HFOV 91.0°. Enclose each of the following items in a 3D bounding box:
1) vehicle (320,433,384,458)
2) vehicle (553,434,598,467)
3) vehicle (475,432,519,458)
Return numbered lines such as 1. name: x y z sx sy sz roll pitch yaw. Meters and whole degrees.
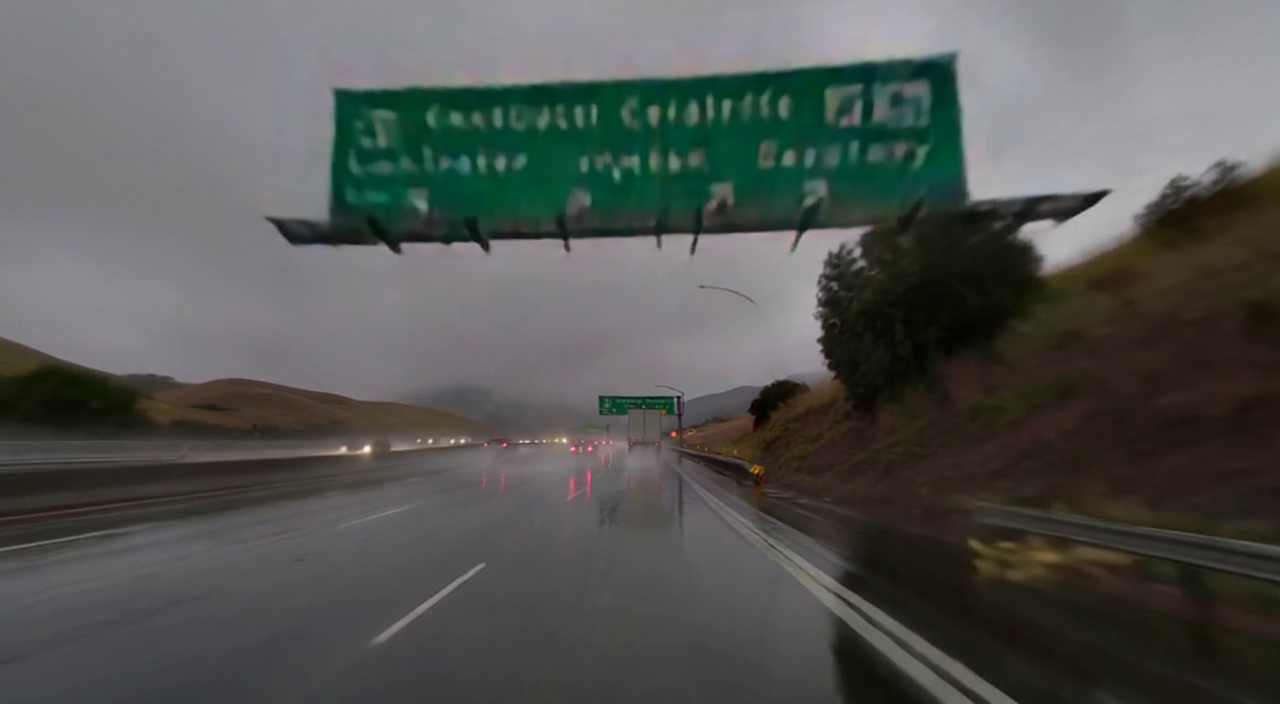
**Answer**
1. vehicle: -18.061 5.918 39.720 1.837 1.496 4.386 0 -9 1
2. vehicle: -3.610 5.653 36.213 2.053 1.746 4.508 0 -9 1
3. vehicle: -10.095 6.625 44.712 1.958 1.758 4.684 0 -9 1
